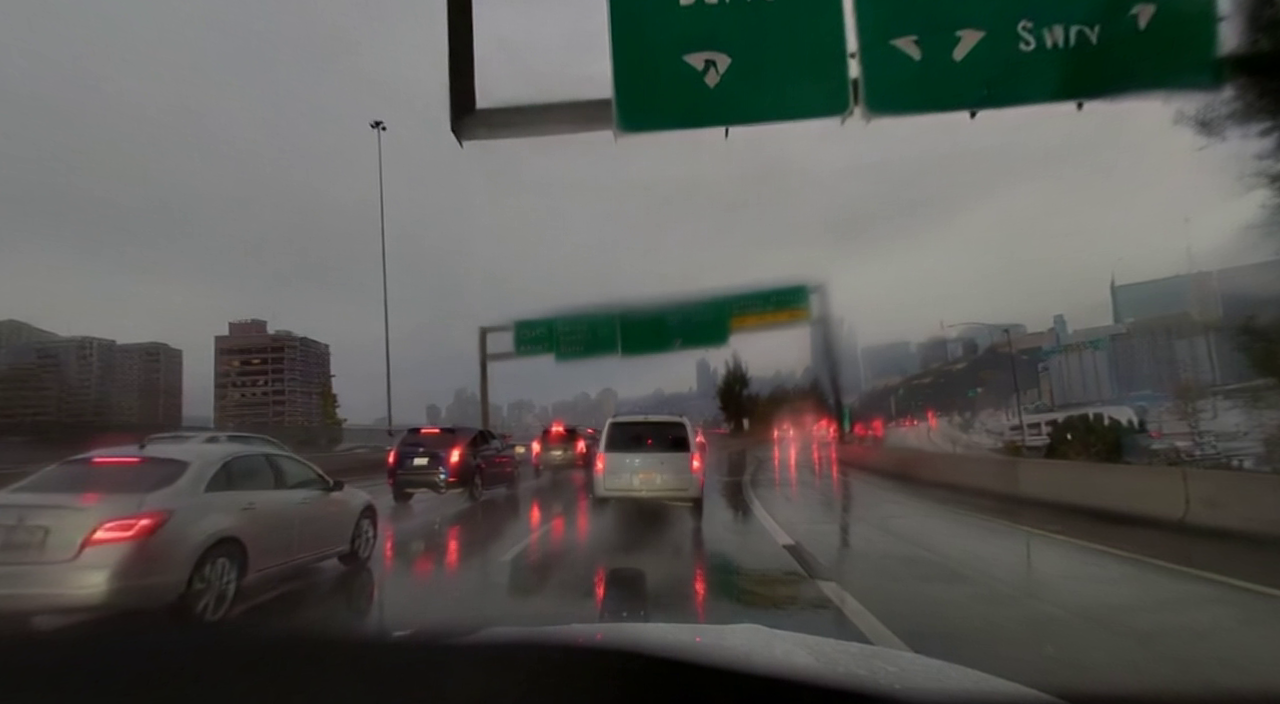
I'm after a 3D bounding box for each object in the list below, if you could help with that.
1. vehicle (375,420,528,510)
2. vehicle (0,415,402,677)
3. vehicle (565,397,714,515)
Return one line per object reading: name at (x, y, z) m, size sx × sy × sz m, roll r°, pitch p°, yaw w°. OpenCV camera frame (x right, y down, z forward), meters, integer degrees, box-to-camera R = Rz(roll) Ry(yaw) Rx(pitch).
vehicle at (-4.058, 2.530, 14.511) m, size 1.953 × 1.729 × 4.377 m, roll 0°, pitch -9°, yaw 3°
vehicle at (-4.123, 1.433, 5.820) m, size 2.087 × 1.481 × 4.225 m, roll 0°, pitch -9°, yaw 2°
vehicle at (0.072, 2.280, 14.156) m, size 2.616 × 2.063 × 5.933 m, roll 0°, pitch -9°, yaw 2°
